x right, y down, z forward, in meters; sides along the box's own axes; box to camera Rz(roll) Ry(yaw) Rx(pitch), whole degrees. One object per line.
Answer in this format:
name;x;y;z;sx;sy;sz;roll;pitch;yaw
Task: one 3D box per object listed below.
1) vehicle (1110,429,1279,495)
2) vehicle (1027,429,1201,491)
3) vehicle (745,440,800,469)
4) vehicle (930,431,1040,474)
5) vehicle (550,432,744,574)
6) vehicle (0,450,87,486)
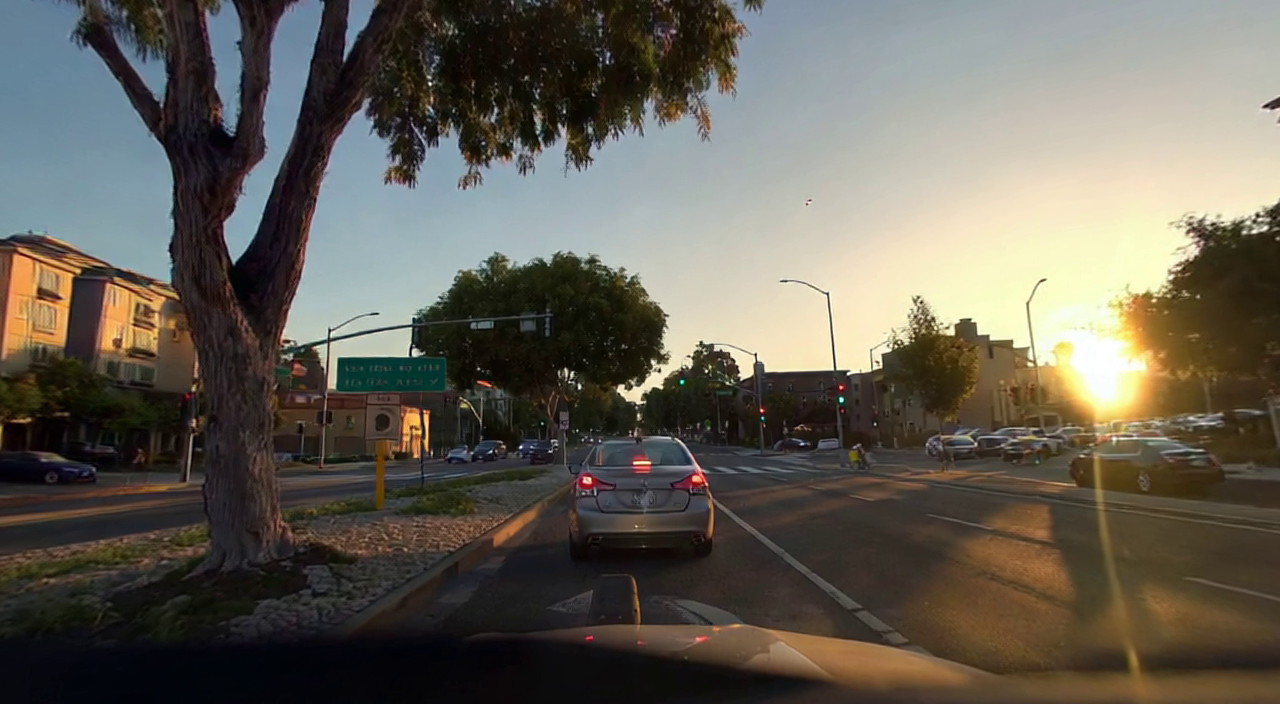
vehicle;15.766;3.073;17.851;1.814;1.642;3.863;0;-9;1
vehicle;13.078;3.000;17.737;1.859;1.525;3.948;0;-9;1
vehicle;7.032;5.482;33.821;1.932;1.439;4.159;0;-9;-1
vehicle;13.093;3.844;24.167;1.887;1.504;3.898;0;-9;-2
vehicle;-0.034;1.878;8.654;2.010;1.447;4.121;0;-9;-3
vehicle;-27.399;5.089;27.900;1.773;1.438;4.268;0;-9;2
